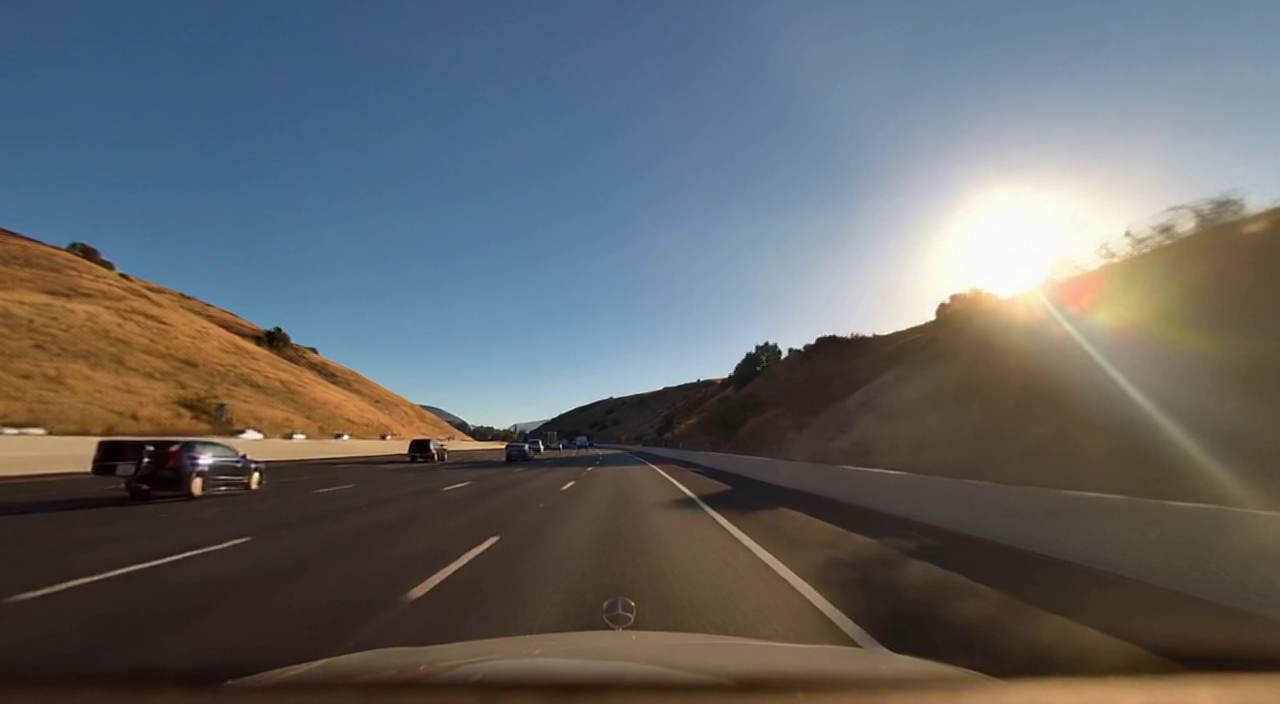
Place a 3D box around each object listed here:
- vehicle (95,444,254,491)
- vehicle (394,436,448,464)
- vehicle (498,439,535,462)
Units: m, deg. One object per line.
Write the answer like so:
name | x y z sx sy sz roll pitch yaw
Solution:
vehicle | -15.531 3.842 21.472 1.955 1.429 4.575 0 -8 -1
vehicle | -16.107 7.216 46.757 2.240 1.953 5.452 0 -8 -2
vehicle | -9.563 7.636 49.138 2.104 1.715 4.319 0 -8 -2
